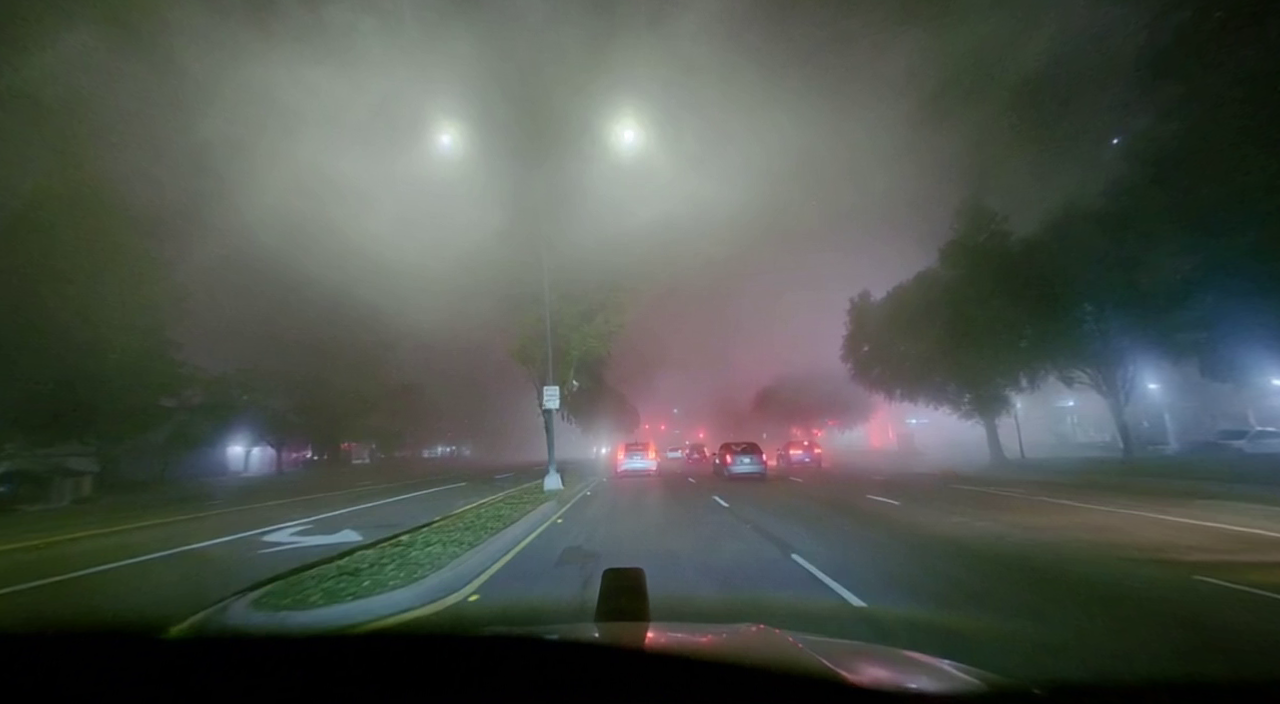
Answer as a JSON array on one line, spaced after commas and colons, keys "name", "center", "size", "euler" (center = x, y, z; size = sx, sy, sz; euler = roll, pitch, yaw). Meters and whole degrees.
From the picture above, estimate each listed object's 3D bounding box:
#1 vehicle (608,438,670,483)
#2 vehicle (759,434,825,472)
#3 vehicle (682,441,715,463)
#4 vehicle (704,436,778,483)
[{"name": "vehicle", "center": [-0.046, 3.932, 23.209], "size": [2.096, 1.473, 3.893], "euler": [0, -8, 0]}, {"name": "vehicle", "center": [7.289, 4.905, 30.751], "size": [2.044, 1.701, 4.397], "euler": [0, -8, -1]}, {"name": "vehicle", "center": [4.093, 7.072, 44.621], "size": [1.862, 1.457, 4.204], "euler": [0, -8, 0]}, {"name": "vehicle", "center": [3.546, 3.846, 22.952], "size": [1.988, 1.528, 4.144], "euler": [0, -8, 0]}]
